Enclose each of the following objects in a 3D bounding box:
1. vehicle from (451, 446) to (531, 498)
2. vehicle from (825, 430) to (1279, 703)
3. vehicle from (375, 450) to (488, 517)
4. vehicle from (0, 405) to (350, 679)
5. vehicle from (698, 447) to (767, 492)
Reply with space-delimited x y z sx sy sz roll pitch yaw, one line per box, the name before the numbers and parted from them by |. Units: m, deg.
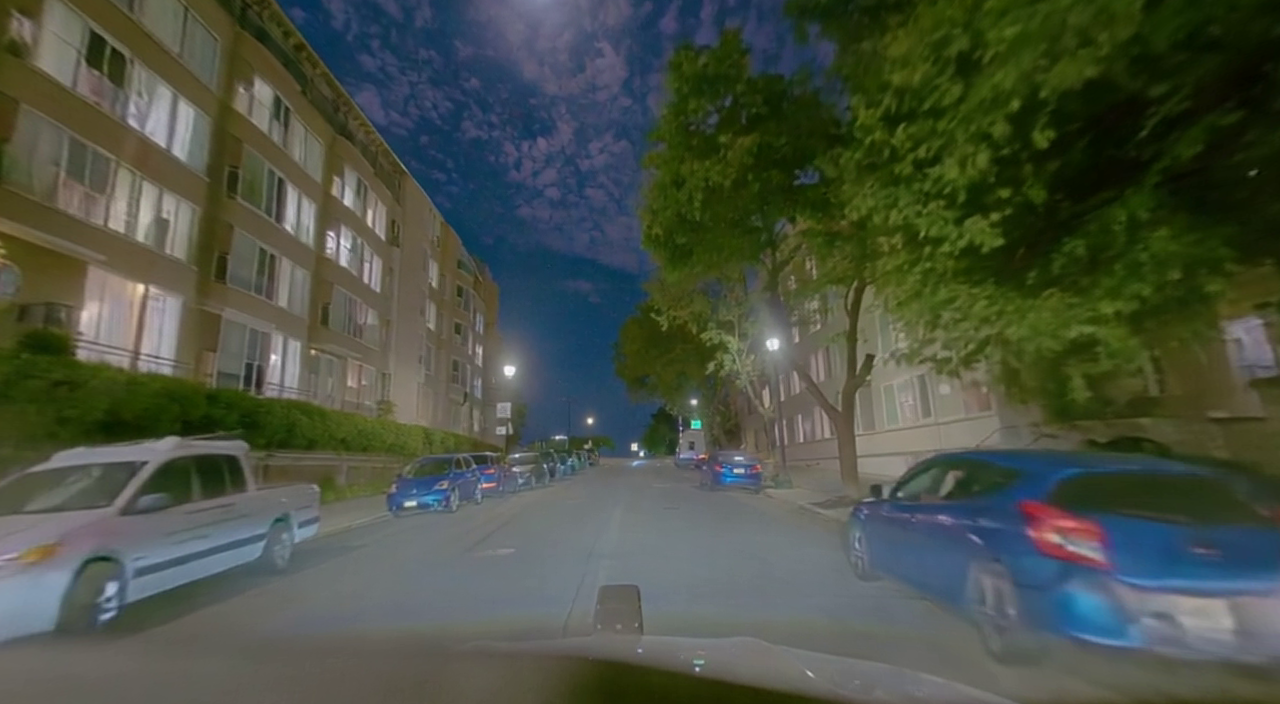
vehicle | -4.970 4.026 21.614 1.782 1.585 3.962 0 -8 0
vehicle | 3.111 1.477 5.379 1.903 1.512 3.900 0 -8 1
vehicle | -5.273 3.338 16.459 1.722 1.491 3.431 0 -8 1
vehicle | -5.318 1.671 7.157 1.947 1.833 4.606 -2 -2 0
vehicle | 3.302 4.266 23.385 1.835 1.490 4.134 0 -8 -1
